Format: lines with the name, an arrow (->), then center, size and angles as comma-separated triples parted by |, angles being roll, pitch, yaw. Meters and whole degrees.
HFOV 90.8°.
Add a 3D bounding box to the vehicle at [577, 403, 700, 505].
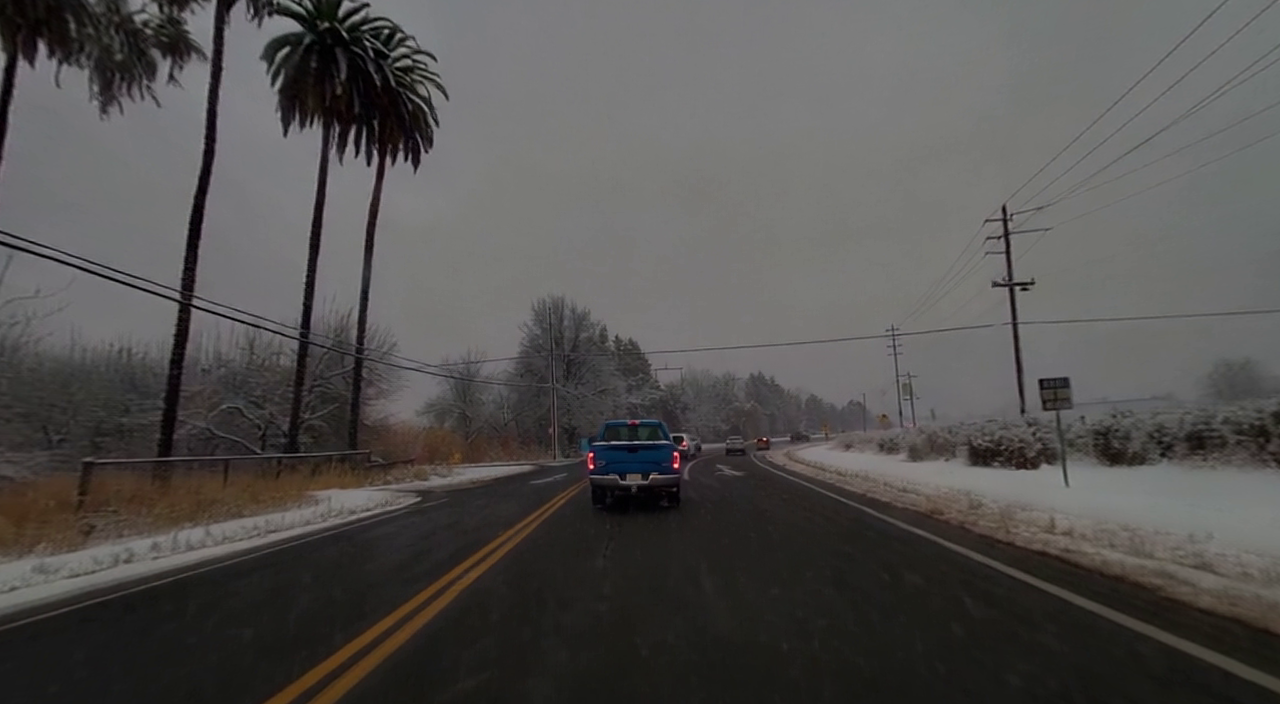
vehicle -> -0.046, 2.675, 16.888 | 2.693, 2.223, 5.885 | 0, -8, 0
